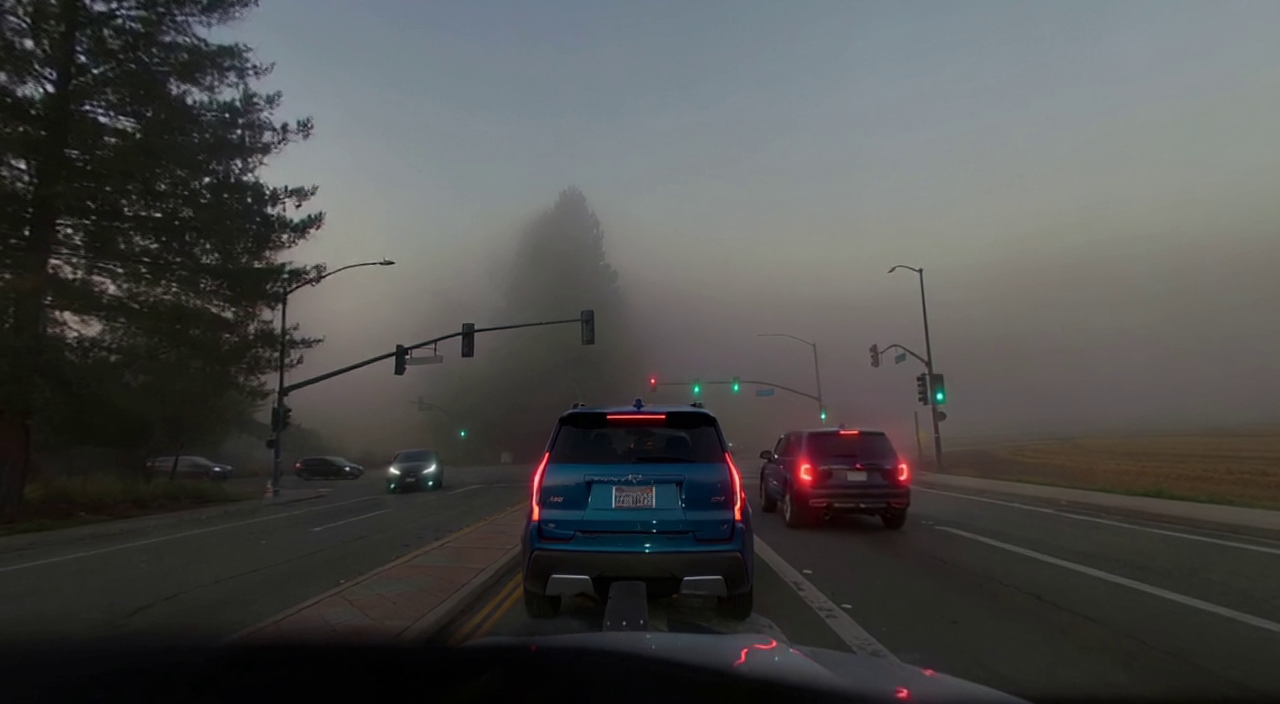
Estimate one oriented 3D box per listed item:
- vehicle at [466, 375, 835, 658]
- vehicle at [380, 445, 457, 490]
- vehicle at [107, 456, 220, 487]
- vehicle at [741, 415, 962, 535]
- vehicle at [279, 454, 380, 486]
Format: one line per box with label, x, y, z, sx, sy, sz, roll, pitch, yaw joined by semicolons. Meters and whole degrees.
vehicle;0.058;1.331;6.109;2.298;1.770;4.138;0;-8;0
vehicle;-9.539;4.843;26.913;2.026;1.680;4.608;5;-10;-32
vehicle;-26.698;6.673;35.457;4.605;1.626;2.251;-1;-8;3
vehicle;3.370;2.082;11.274;2.340;1.693;4.516;0;-8;0
vehicle;-15.824;5.951;32.146;4.559;1.458;2.265;-4;-9;27
